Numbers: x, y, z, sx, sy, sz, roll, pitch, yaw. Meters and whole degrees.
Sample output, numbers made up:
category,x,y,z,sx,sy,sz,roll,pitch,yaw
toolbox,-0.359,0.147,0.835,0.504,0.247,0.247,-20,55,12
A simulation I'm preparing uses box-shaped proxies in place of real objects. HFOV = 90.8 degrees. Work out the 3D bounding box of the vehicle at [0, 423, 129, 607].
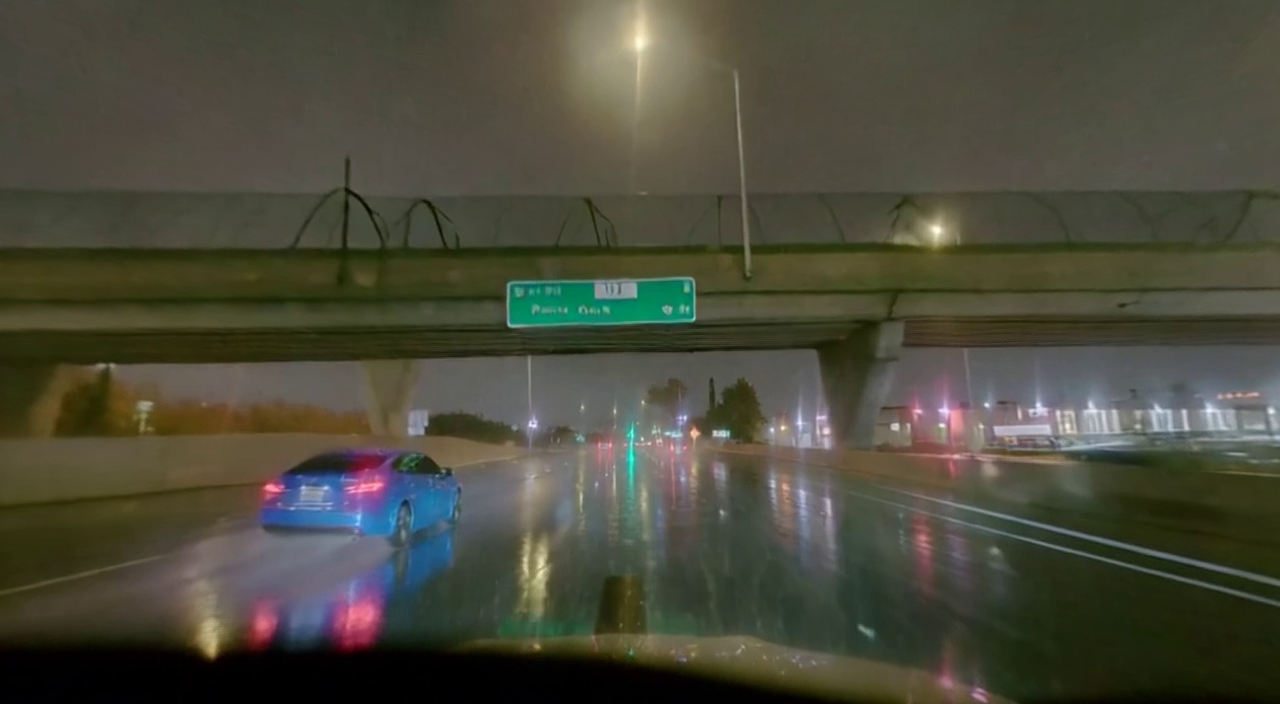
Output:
category,x,y,z,sx,sy,sz,roll,pitch,yaw
vehicle,-6.374,1.242,4.419,1.990,1.529,4.288,0,-8,0

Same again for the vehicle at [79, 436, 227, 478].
category,x,y,z,sx,sy,sz,roll,pitch,yaw
vehicle,-19.577,4.237,25.730,2.300,1.517,4.605,0,-8,1
